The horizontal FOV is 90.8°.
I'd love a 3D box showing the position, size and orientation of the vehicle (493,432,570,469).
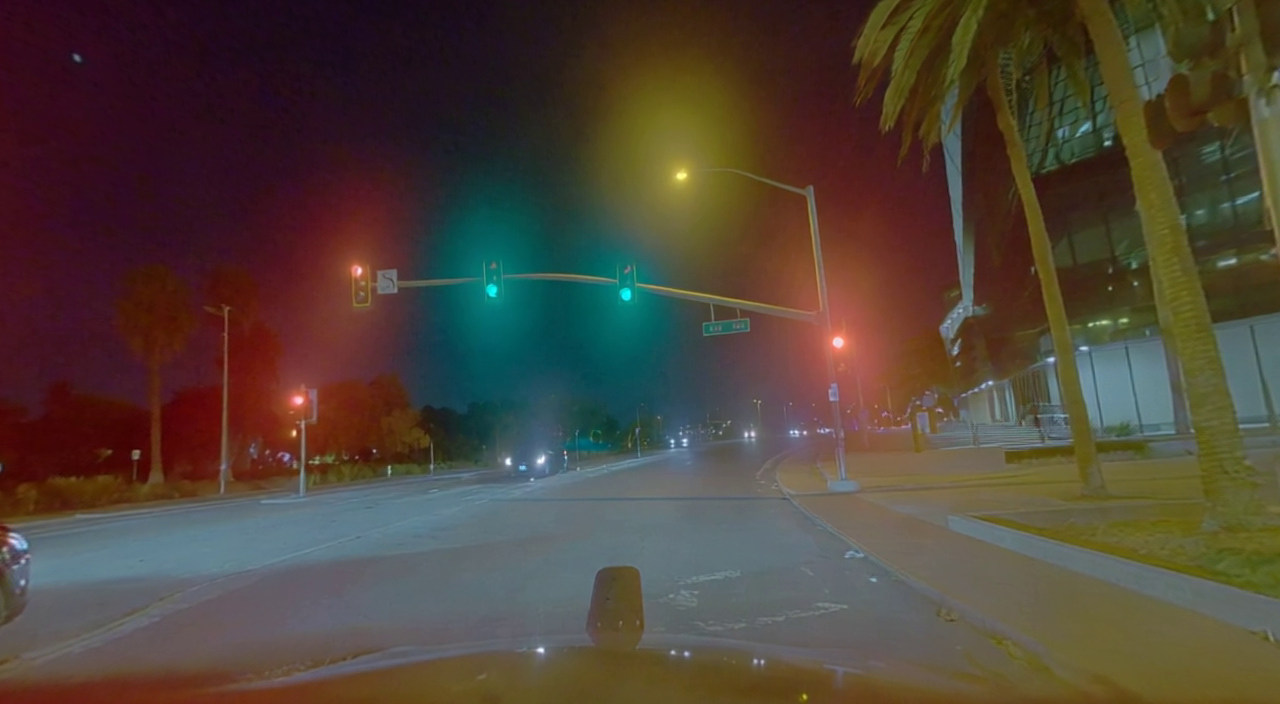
[{"bbox_3d":[-5.666,5.239,33.634,2.181,1.792,4.648,-3,-9,16],"label":"vehicle"}]
